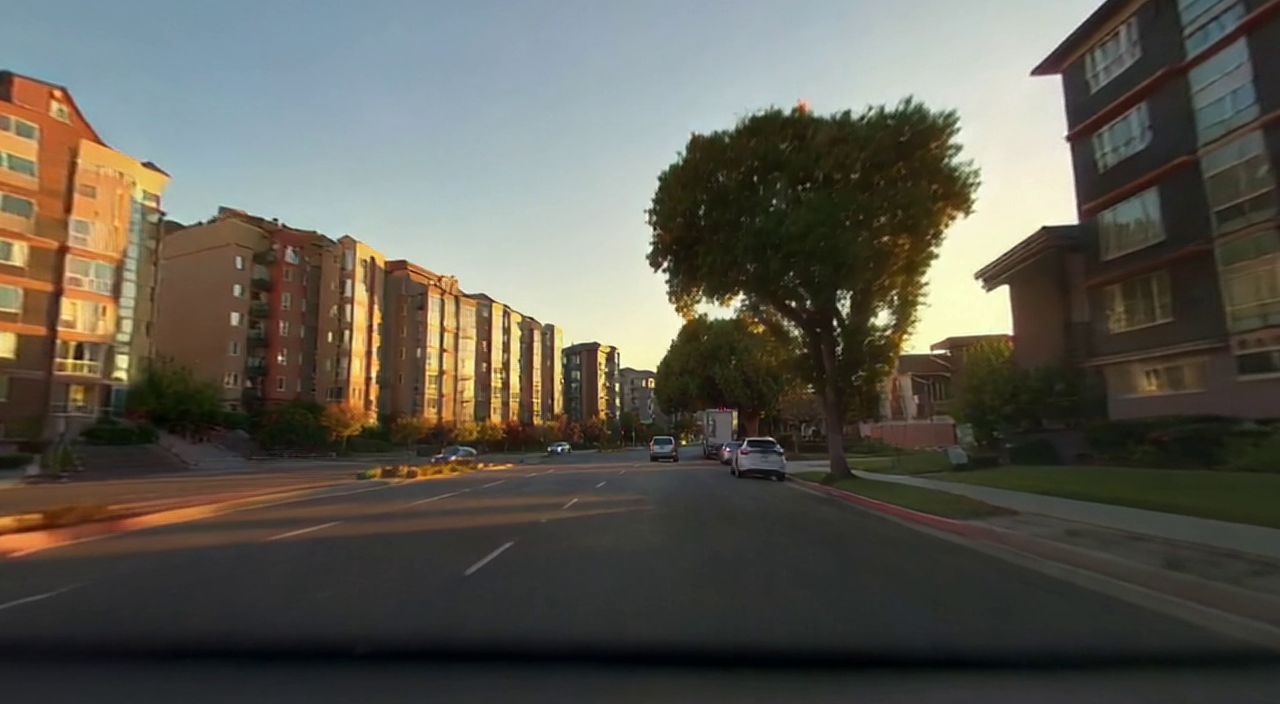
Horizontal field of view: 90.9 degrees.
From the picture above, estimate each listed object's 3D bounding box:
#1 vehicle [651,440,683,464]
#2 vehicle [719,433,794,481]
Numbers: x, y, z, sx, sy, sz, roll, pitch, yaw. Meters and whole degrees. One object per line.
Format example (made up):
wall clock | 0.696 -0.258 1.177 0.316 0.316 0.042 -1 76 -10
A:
vehicle | 1.697 6.126 38.771 1.871 1.370 4.206 -1 -8 4
vehicle | 4.407 4.051 24.551 2.121 1.659 4.675 0 -8 1
